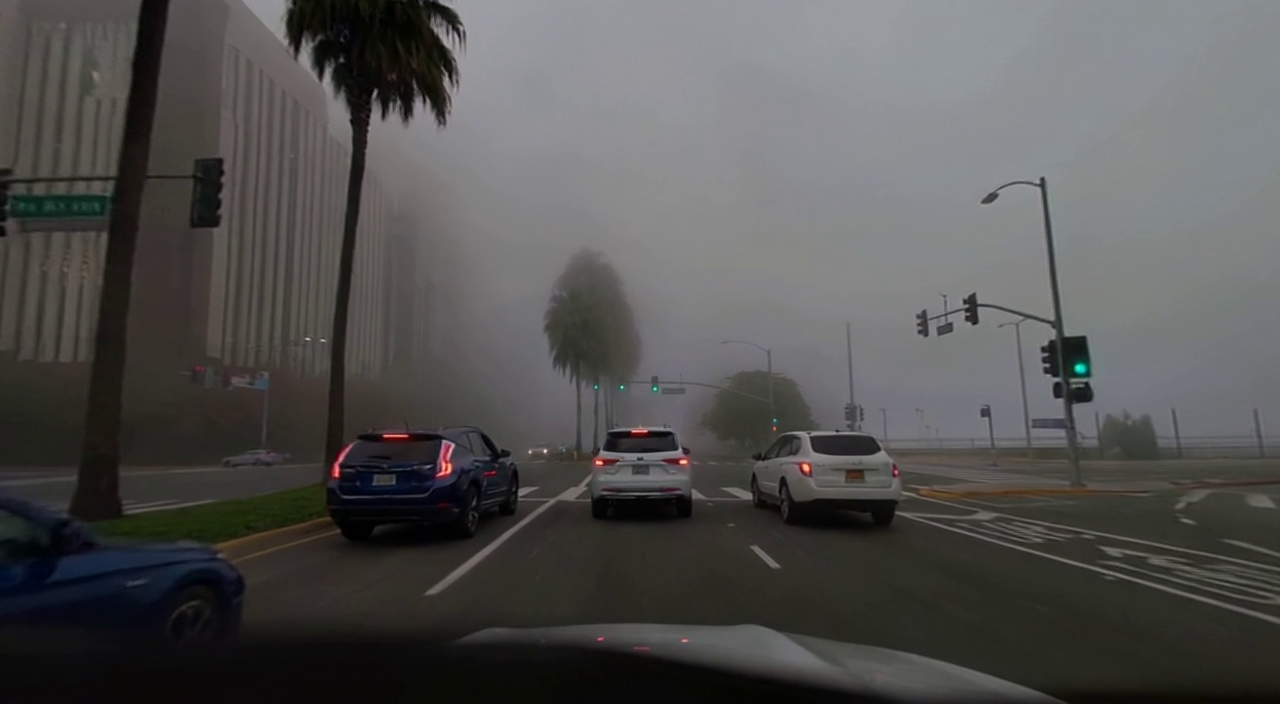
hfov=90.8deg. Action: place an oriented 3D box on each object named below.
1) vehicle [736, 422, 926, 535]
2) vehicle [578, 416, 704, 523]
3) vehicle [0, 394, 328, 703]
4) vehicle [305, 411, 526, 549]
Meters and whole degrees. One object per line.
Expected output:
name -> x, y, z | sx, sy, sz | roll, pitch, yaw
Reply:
vehicle -> 3.008, 2.081, 10.938 | 1.936, 1.567, 3.896 | 0, -9, -2
vehicle -> 0.016, 2.247, 12.517 | 2.060, 1.730, 4.257 | 0, -8, 0
vehicle -> -3.209, 0.888, 2.125 | 1.962, 1.480, 4.605 | 0, -9, 0
vehicle -> -3.197, 1.917, 10.019 | 1.938, 1.713, 4.048 | 0, -9, 1
